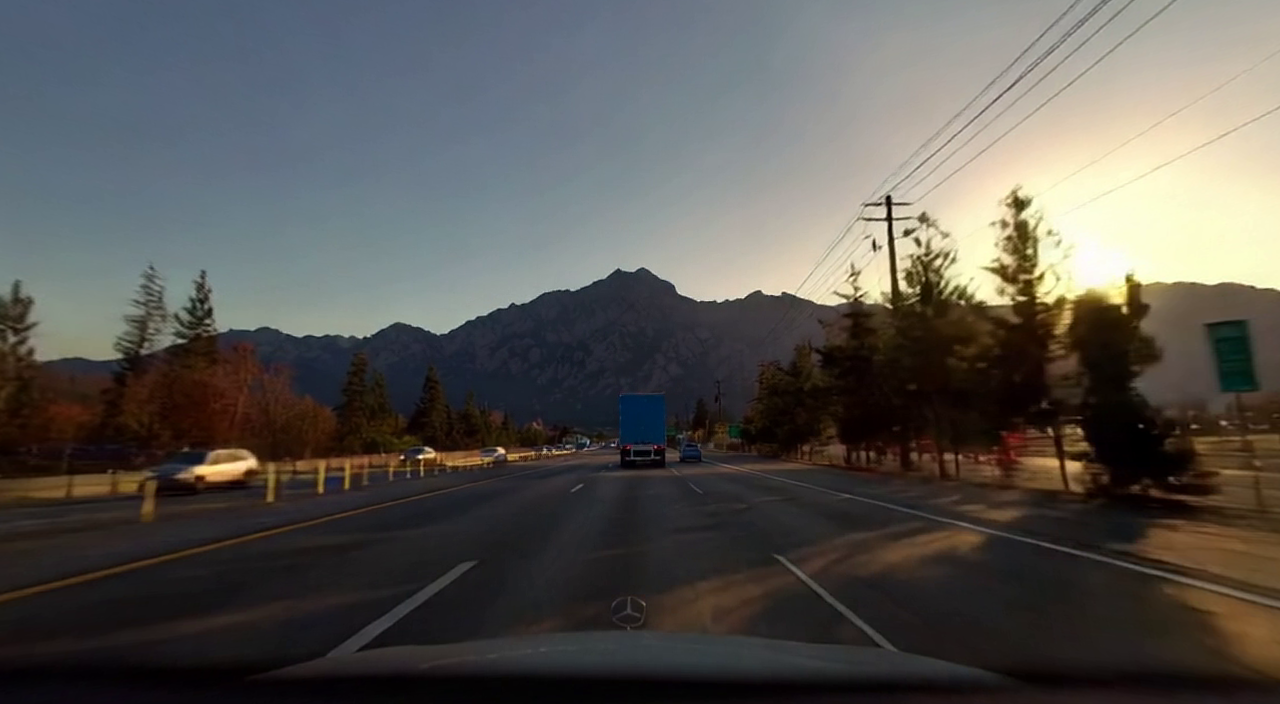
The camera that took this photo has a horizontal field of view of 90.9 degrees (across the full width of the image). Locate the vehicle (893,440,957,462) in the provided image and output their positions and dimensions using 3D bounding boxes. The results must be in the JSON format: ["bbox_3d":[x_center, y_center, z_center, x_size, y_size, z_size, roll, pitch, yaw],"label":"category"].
[{"bbox_3d":[20.998,7.316,46.667,2.037,1.564,4.905,1,-9,-6],"label":"vehicle"}]

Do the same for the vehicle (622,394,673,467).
[{"bbox_3d":[0.367,5.323,41.789,2.919,4.101,11.541,0,-8,-1],"label":"vehicle"}]

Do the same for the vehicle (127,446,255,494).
[{"bbox_3d":[-20.040,5.229,28.491,2.111,1.965,4.954,0,-8,0],"label":"vehicle"}]
